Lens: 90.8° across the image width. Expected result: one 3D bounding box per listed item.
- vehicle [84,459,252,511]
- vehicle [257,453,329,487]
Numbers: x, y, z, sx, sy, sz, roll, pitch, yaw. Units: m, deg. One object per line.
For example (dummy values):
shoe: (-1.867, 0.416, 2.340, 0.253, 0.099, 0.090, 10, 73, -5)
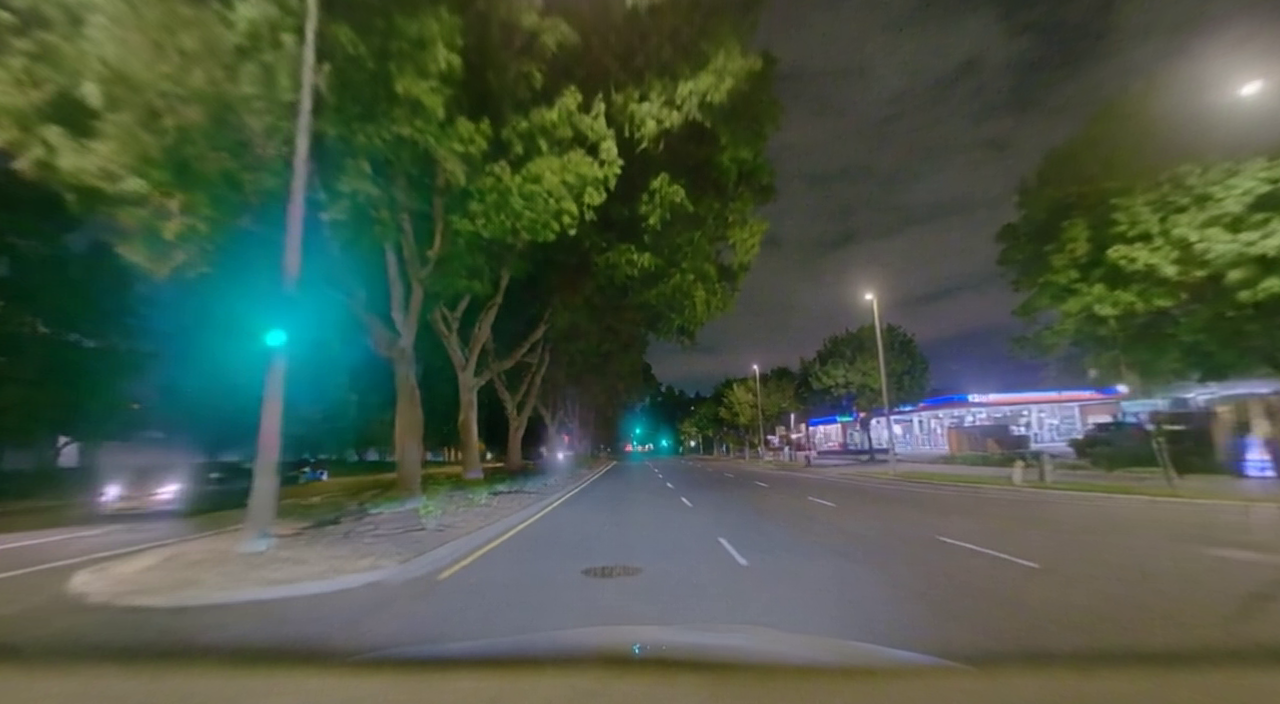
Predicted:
vehicle: (-15.886, 4.465, 21.709, 1.971, 1.492, 4.878, 0, -9, 0)
vehicle: (-22.330, 7.602, 40.917, 2.076, 1.927, 4.749, -2, -9, -2)
